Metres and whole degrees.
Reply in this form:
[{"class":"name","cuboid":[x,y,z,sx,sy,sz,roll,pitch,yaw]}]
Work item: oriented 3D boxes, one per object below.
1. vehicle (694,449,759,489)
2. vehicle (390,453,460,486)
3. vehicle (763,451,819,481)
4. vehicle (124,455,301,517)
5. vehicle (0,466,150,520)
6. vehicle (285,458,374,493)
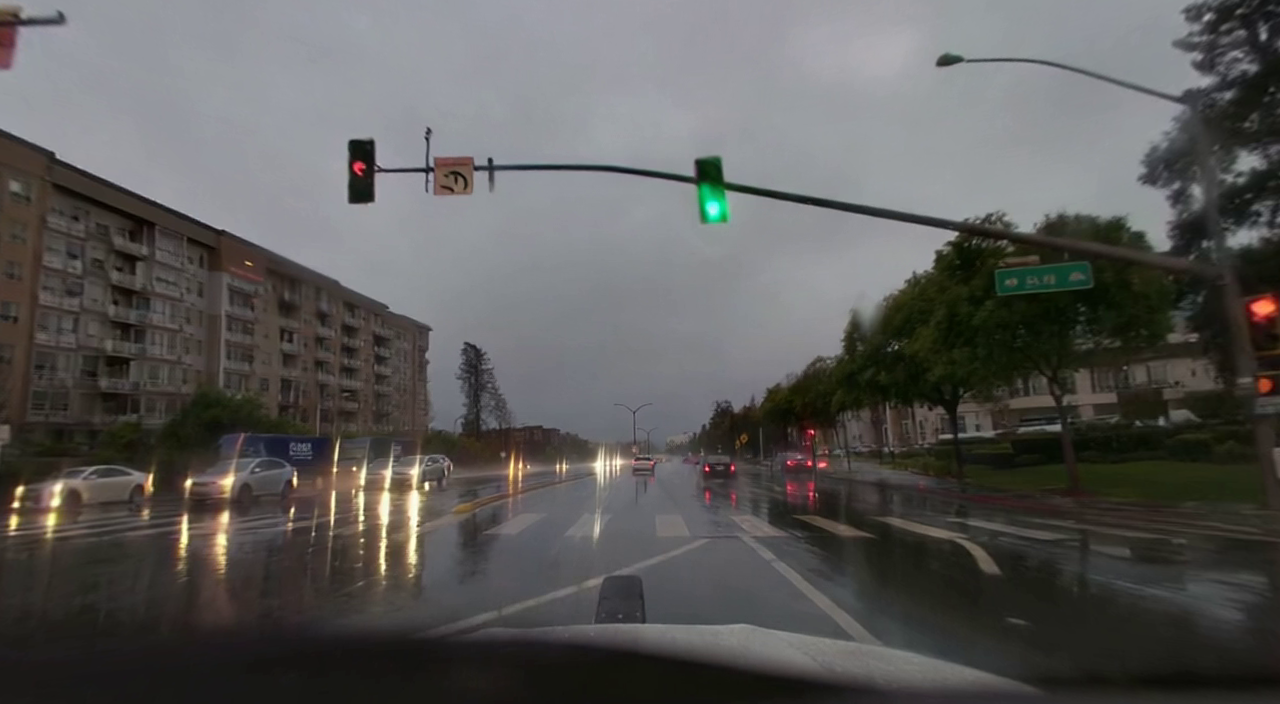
[{"class":"vehicle","cuboid":[3.490,4.807,26.389,2.020,1.479,4.650,0,-9,0]},{"class":"vehicle","cuboid":[-11.237,6.146,33.345,1.919,1.602,4.346,-1,-9,3]},{"class":"vehicle","cuboid":[7.844,5.931,33.168,1.932,1.439,4.159,0,-9,0]},{"class":"vehicle","cuboid":[-11.894,3.717,17.995,2.026,1.478,4.086,-1,-9,3]},{"class":"vehicle","cuboid":[-18.802,4.542,20.788,1.803,1.436,4.285,-1,-9,2]},{"class":"vehicle","cuboid":[-14.806,5.895,30.427,1.918,1.485,4.412,-1,-9,2]}]
